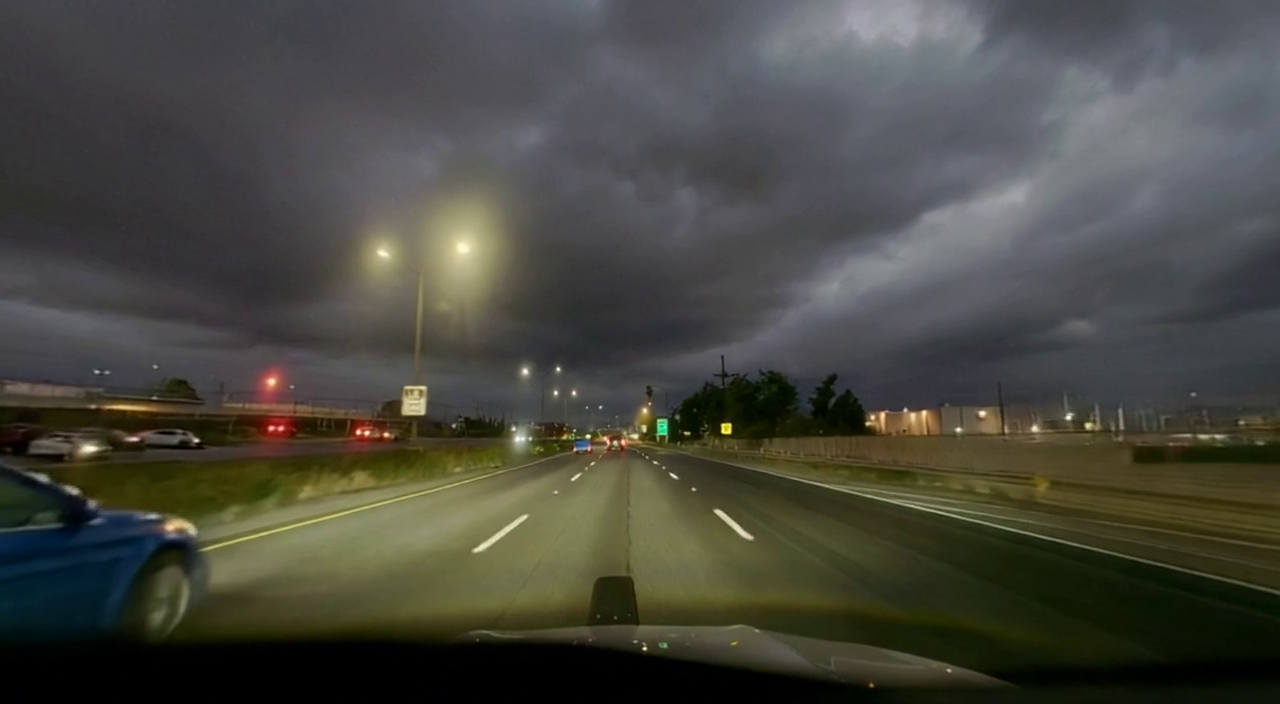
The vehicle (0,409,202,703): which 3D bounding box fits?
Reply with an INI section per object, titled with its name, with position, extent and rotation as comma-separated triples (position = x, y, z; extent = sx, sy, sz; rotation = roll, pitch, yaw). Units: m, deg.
[vehicle]
position = -3.659, 0.860, 1.756
extent = 1.916, 1.451, 4.166
rotation = 0, -8, -1
